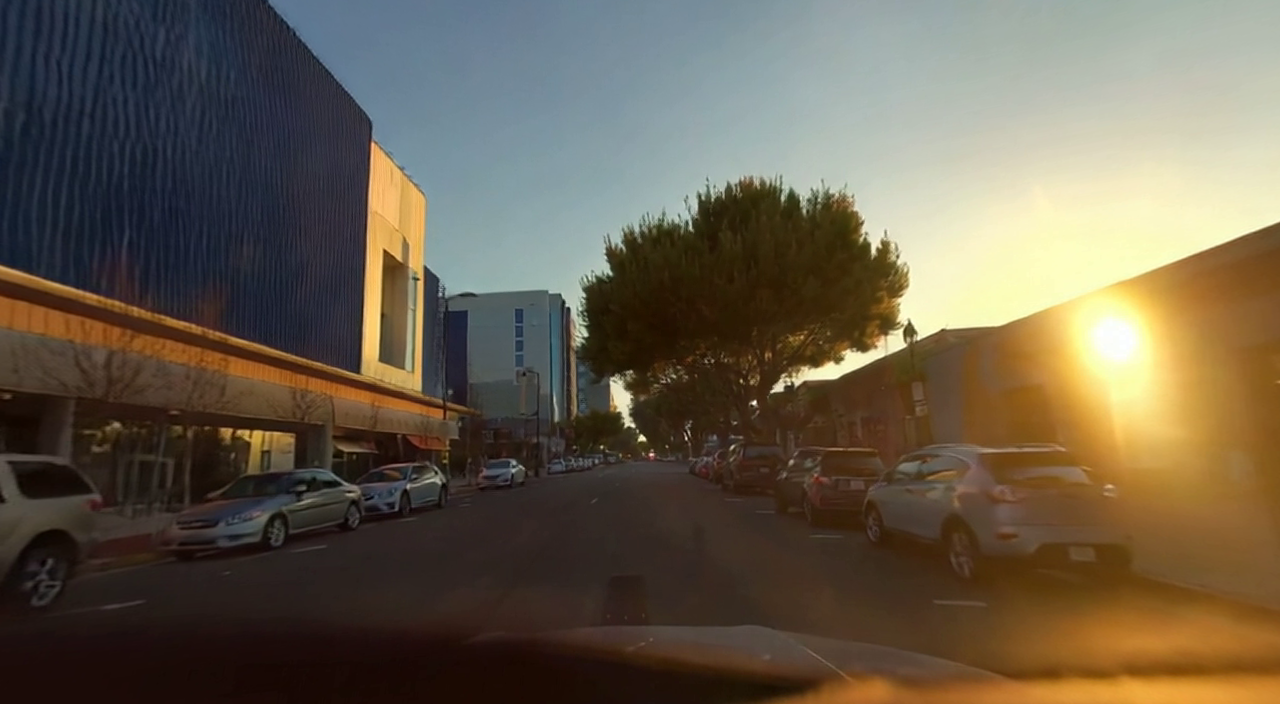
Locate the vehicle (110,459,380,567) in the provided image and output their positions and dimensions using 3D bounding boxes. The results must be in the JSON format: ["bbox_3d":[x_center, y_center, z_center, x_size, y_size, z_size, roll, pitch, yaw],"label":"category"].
[{"bbox_3d":[-7.117,2.897,12.198,2.001,1.502,4.851,-1,-8,1],"label":"vehicle"}]

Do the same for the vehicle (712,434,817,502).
[{"bbox_3d":[4.030,3.885,21.592,2.390,2.005,5.276,0,-9,-1],"label":"vehicle"}]

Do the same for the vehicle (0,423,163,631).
[{"bbox_3d":[-7.000,1.591,5.438,2.238,1.891,4.780,-1,-7,-4],"label":"vehicle"}]

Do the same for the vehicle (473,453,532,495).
[{"bbox_3d":[-6.808,6.062,31.824,1.996,1.770,5.518,-1,-8,-2],"label":"vehicle"}]

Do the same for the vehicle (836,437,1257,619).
[{"bbox_3d":[4.192,1.854,7.800,1.973,1.494,4.867,0,-9,0],"label":"vehicle"}]
